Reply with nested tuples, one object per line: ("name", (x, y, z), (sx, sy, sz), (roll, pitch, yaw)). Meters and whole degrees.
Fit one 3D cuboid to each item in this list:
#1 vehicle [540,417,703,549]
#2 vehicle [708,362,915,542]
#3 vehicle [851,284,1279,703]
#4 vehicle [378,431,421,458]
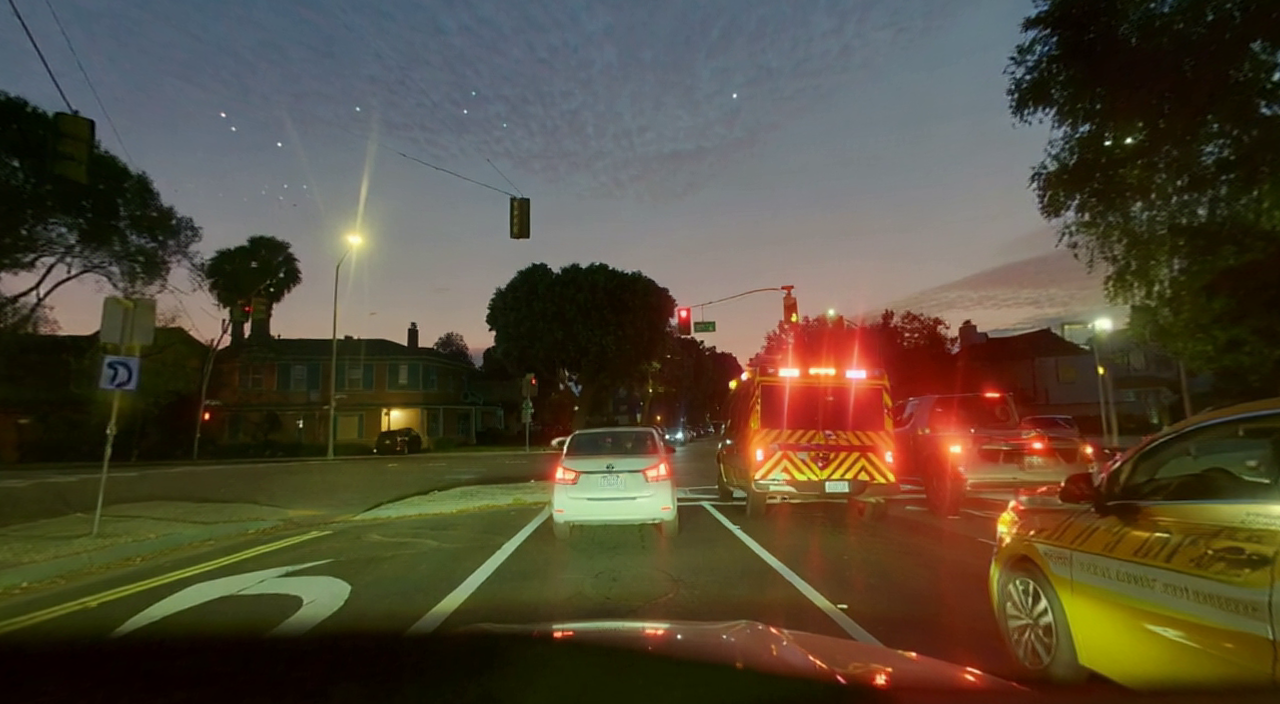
("vehicle", (-0.279, 1.984, 10.180), (2.114, 1.707, 3.725), (0, -8, -1))
("vehicle", (2.880, 1.892, 12.353), (2.406, 2.687, 5.521), (0, -8, 0))
("vehicle", (2.851, 0.894, 2.835), (2.194, 1.820, 4.652), (0, -8, 0))
("vehicle", (-17.759, 6.880, 46.862), (2.246, 1.880, 4.454), (1, -8, -12))
